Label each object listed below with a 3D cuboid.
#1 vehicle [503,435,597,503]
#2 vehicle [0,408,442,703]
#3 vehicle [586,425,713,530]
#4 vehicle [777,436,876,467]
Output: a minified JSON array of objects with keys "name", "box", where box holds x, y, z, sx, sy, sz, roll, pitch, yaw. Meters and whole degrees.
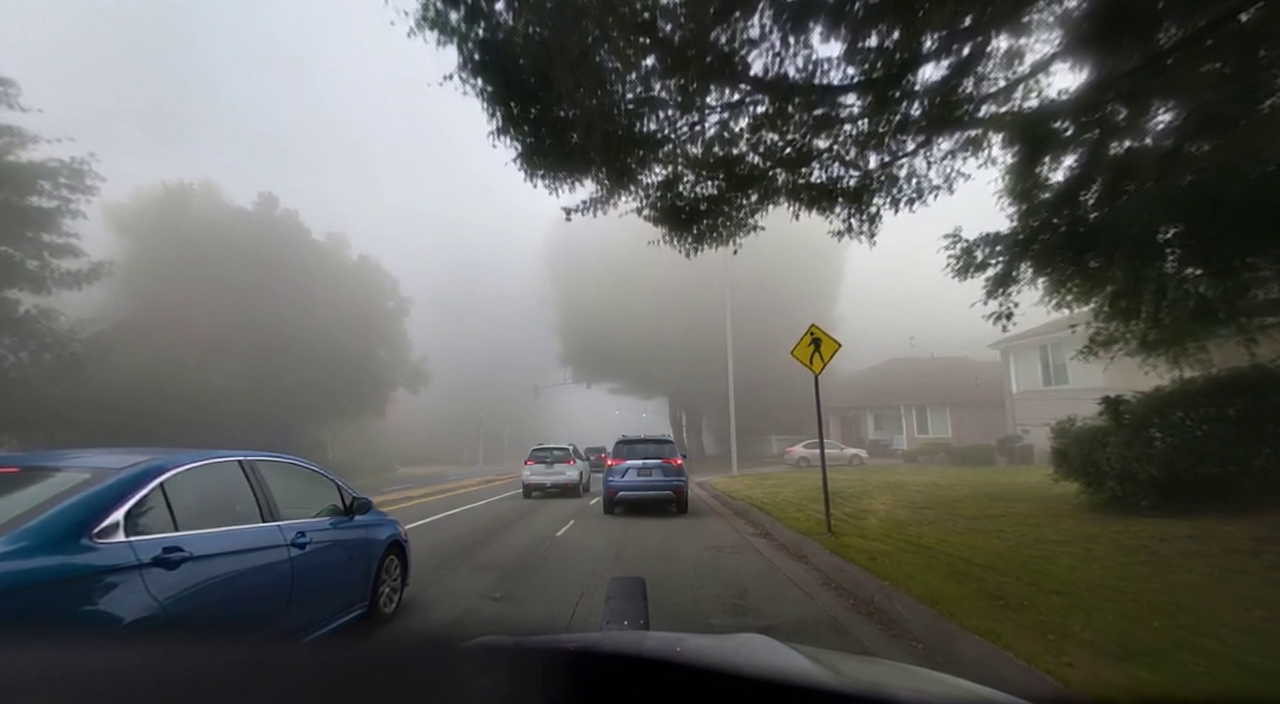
[{"name":"vehicle","box":[-2.478,3.349,18.508,2.000,1.737,4.133,-1,-8,2]},{"name":"vehicle","box":[-2.855,1.140,3.375,1.968,1.472,4.685,-1,-8,1]},{"name":"vehicle","box":[0.204,2.398,12.576,2.120,1.718,3.909,-1,-8,2]},{"name":"vehicle","box":[9.523,5.127,32.394,4.456,1.504,1.914,0,-8,1]}]
